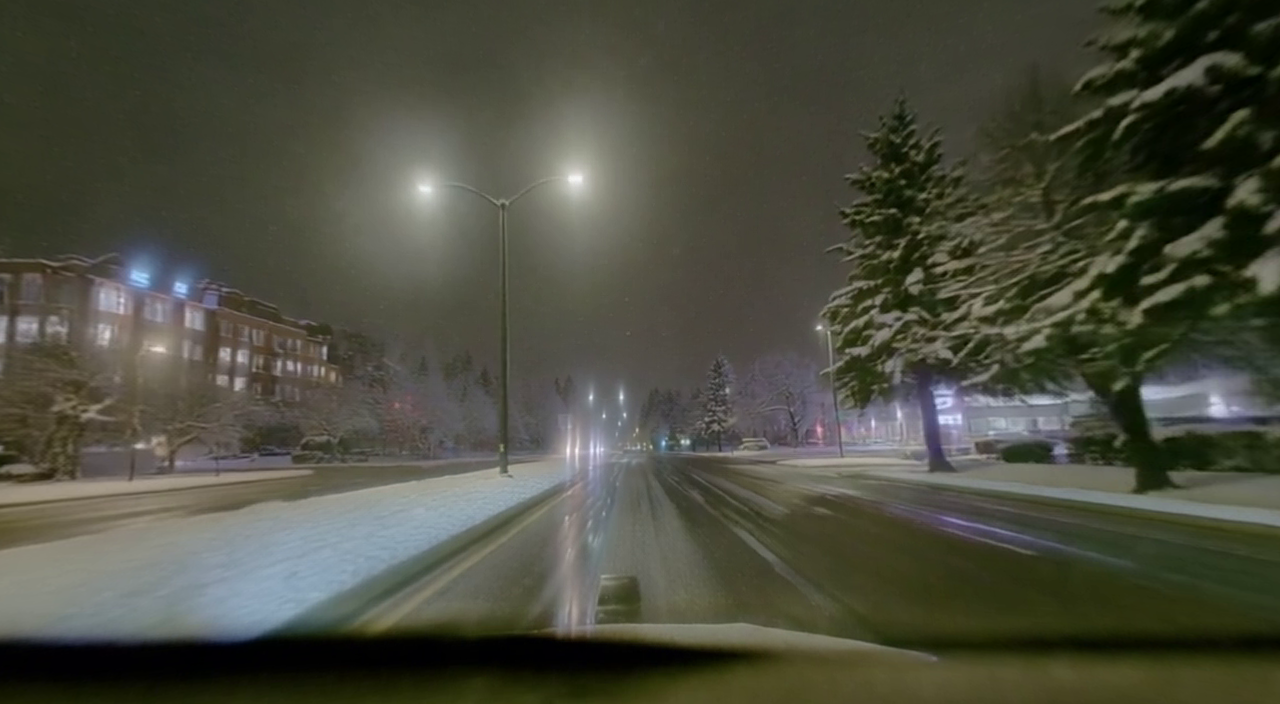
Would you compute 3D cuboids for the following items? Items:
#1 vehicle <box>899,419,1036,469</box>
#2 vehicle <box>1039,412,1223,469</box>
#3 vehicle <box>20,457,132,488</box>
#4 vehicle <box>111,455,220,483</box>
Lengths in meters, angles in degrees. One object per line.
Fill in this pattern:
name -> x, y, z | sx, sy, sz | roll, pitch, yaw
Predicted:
vehicle -> 22.035, 6.211, 42.675 | 7.634, 3.061, 2.777 | -1, -8, 0
vehicle -> 33.515, 6.080, 43.227 | 10.143, 3.636, 2.880 | 1, -9, -2
vehicle -> -29.754, 6.348, 33.284 | 4.154, 1.510, 1.847 | 0, -8, 1
vehicle -> -29.648, 7.307, 39.483 | 4.739, 1.638, 2.515 | 1, -9, -1
